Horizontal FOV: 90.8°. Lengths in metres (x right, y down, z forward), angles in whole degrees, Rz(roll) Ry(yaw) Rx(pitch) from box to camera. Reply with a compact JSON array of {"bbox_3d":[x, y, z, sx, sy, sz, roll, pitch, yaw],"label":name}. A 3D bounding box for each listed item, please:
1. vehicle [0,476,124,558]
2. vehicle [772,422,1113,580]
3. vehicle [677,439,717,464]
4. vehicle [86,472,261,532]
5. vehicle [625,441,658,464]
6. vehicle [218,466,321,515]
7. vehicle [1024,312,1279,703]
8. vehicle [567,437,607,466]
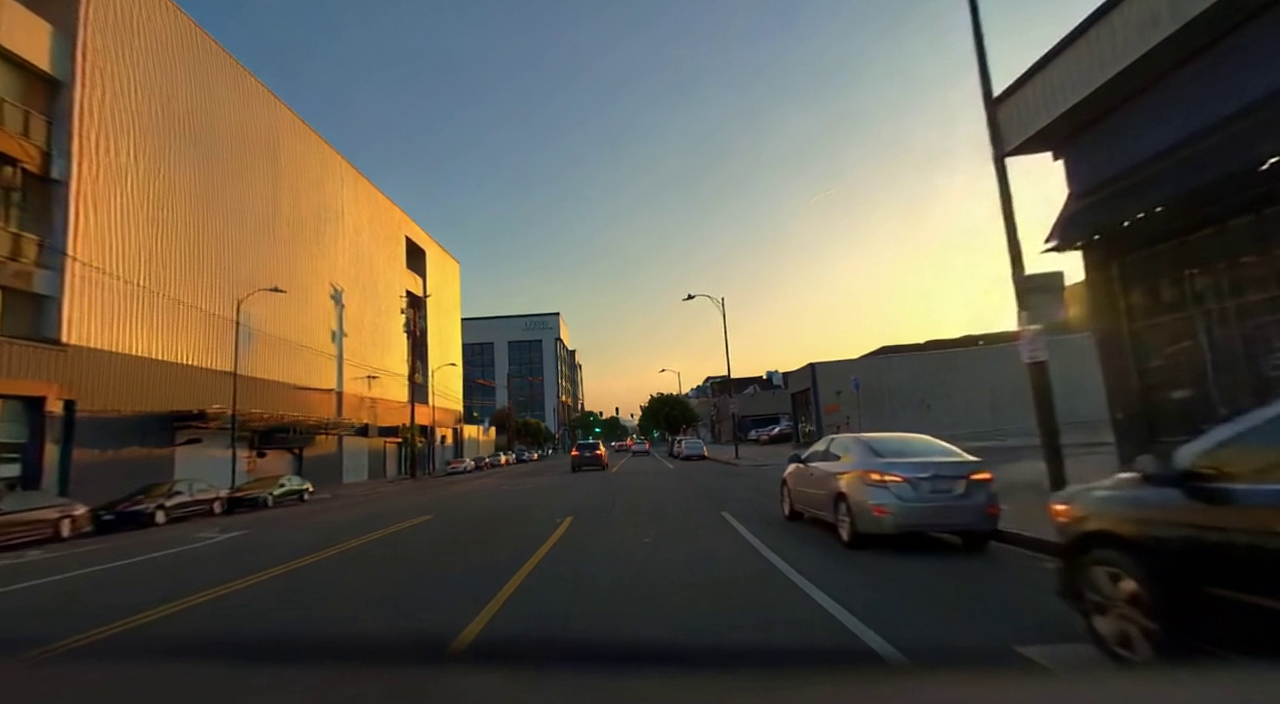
[{"bbox_3d":[-15.477,4.078,15.324,1.957,1.534,5.028,-5,-7,-3],"label":"vehicle"},{"bbox_3d":[3.391,1.749,8.332,2.057,1.490,4.422,0,-8,-4],"label":"vehicle"},{"bbox_3d":[3.596,6.393,40.663,2.042,1.487,5.033,0,-8,-1],"label":"vehicle"},{"bbox_3d":[-15.762,5.063,21.845,2.081,1.549,5.190,0,-8,0],"label":"vehicle"},{"bbox_3d":[0.055,6.664,42.123,2.099,1.470,4.270,0,-8,-1],"label":"vehicle"},{"bbox_3d":[-15.638,5.829,26.929,1.793,1.437,4.415,-5,-7,-1],"label":"vehicle"},{"bbox_3d":[3.576,0.603,1.462,2.282,1.783,4.796,0,-8,-1],"label":"vehicle"},{"bbox_3d":[-3.467,6.669,42.566,2.348,1.831,4.737,0,-8,-1],"label":"vehicle"}]
